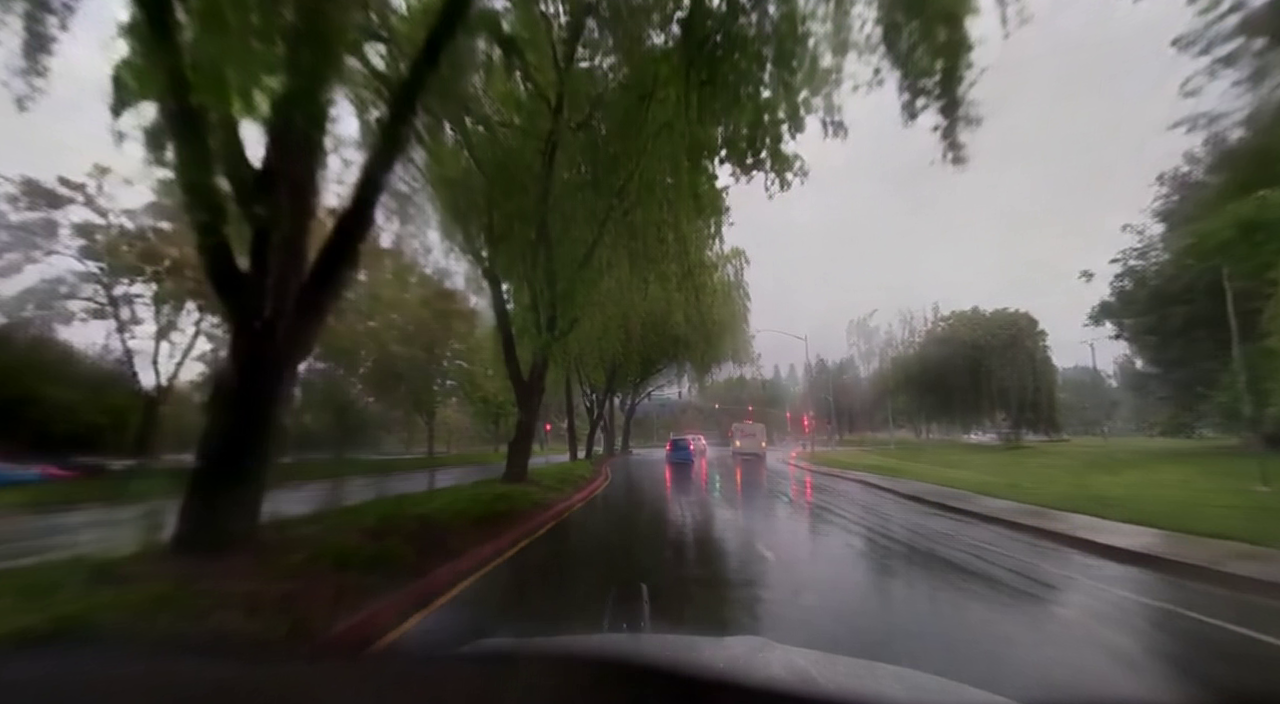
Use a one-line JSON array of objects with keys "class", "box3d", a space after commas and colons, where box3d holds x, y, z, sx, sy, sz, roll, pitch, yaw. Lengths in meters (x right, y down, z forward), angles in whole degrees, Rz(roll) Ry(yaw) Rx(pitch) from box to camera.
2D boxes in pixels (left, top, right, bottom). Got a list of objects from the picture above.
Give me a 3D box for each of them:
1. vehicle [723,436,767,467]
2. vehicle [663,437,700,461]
[{"class": "vehicle", "box3d": [5.539, 5.274, 33.618, 1.989, 1.497, 4.436, -1, -9, 6]}, {"class": "vehicle", "box3d": [2.768, 6.291, 40.960, 2.066, 1.482, 4.273, -1, -9, 8]}]
